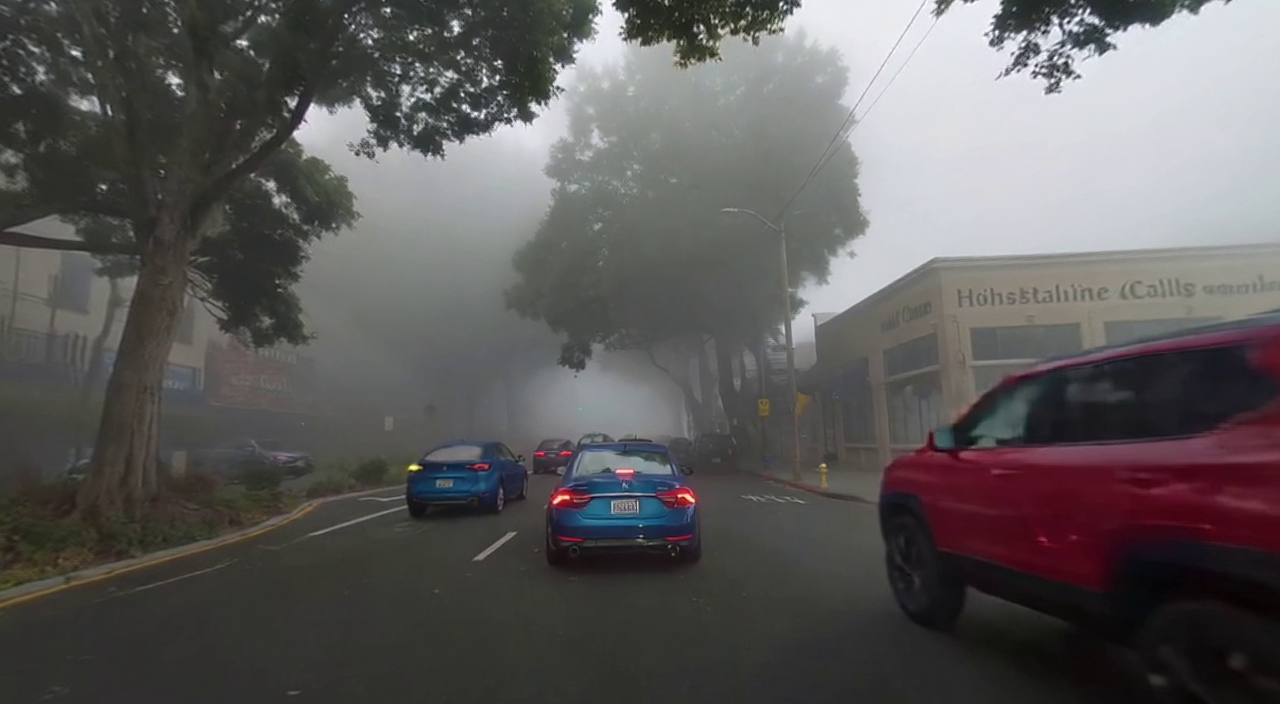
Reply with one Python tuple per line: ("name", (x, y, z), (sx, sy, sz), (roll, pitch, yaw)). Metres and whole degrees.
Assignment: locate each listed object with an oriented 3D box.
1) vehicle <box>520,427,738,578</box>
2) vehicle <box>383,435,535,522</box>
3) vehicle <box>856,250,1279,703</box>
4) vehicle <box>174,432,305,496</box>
("vehicle", (-0.114, 1.801, 8.336), (2.160, 1.482, 4.037), (0, -9, 0))
("vehicle", (-3.454, 2.492, 12.914), (1.905, 1.473, 4.016), (0, -9, 0))
("vehicle", (3.267, 0.898, 3.877), (2.152, 1.987, 4.527), (0, -9, -1))
("vehicle", (-19.166, 5.357, 30.671), (2.286, 2.777, 5.926), (0, -9, 2))
